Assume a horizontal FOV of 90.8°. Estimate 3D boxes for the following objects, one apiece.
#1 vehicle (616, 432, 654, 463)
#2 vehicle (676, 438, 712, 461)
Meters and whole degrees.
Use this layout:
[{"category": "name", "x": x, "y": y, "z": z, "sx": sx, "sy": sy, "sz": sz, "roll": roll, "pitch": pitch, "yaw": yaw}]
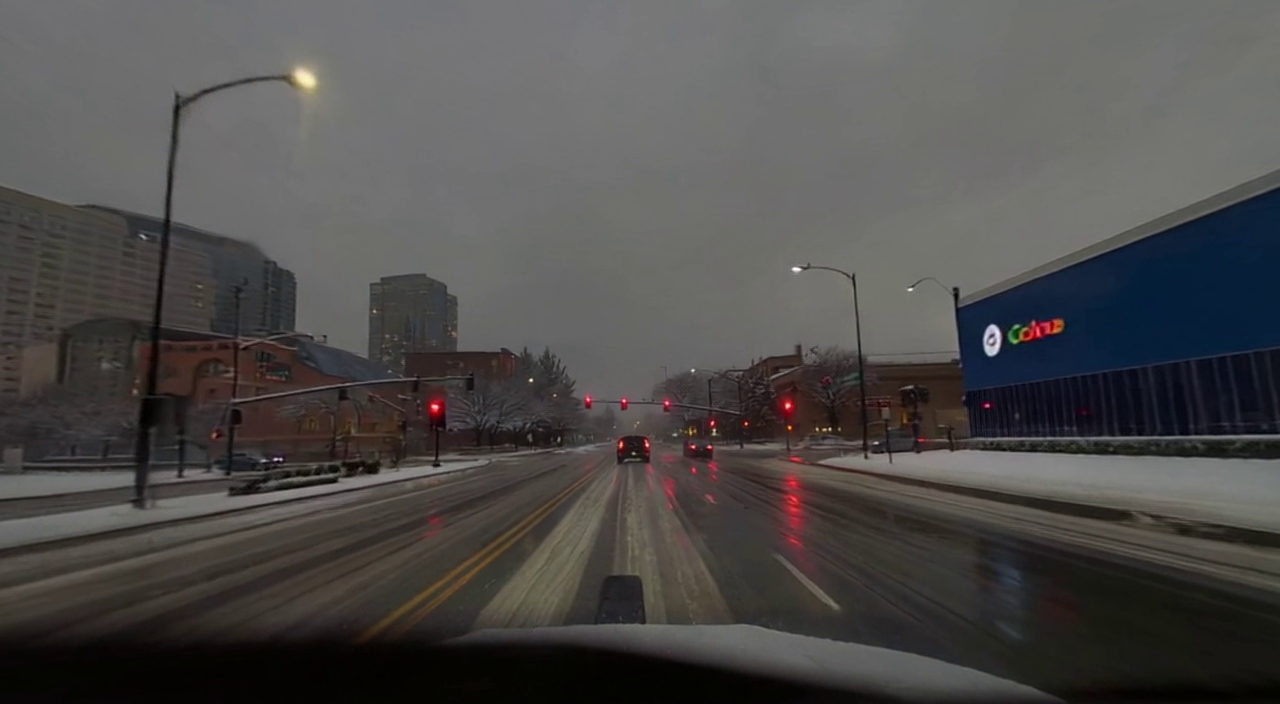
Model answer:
[{"category": "vehicle", "x": -0.317, "y": 6.072, "z": 40.330, "sx": 2.313, "sy": 1.860, "sz": 4.319, "roll": 0, "pitch": -8, "yaw": 0}, {"category": "vehicle", "x": 3.611, "y": 6.638, "z": 43.221, "sx": 2.080, "sy": 1.472, "sz": 4.401, "roll": 0, "pitch": -8, "yaw": 0}]
